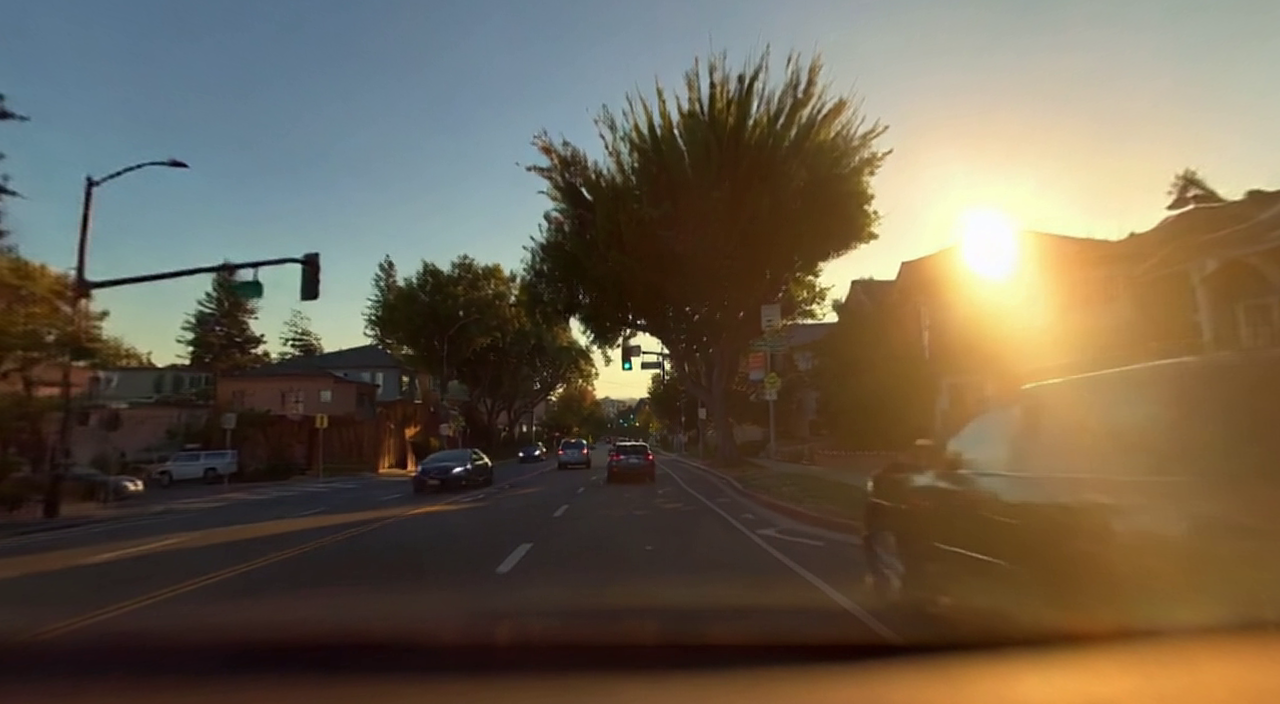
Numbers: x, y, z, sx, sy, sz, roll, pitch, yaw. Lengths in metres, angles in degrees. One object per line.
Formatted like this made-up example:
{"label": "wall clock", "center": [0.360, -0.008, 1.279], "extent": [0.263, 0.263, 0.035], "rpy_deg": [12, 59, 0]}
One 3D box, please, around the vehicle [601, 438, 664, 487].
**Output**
{"label": "vehicle", "center": [-0.301, 3.786, 21.940], "extent": [1.998, 1.518, 4.015], "rpy_deg": [0, -8, -2]}

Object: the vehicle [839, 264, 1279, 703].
{"label": "vehicle", "center": [2.799, 0.836, 2.952], "extent": [2.066, 1.796, 4.719], "rpy_deg": [0, -9, -2]}

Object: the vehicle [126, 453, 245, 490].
{"label": "vehicle", "center": [-23.219, 6.105, 32.262], "extent": [4.537, 1.755, 1.933], "rpy_deg": [0, -9, -1]}

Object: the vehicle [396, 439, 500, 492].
{"label": "vehicle", "center": [-6.422, 3.831, 21.721], "extent": [2.048, 1.601, 5.047], "rpy_deg": [0, -9, -1]}

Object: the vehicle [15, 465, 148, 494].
{"label": "vehicle", "center": [-28.372, 6.482, 32.104], "extent": [4.841, 1.447, 1.930], "rpy_deg": [0, -10, -2]}

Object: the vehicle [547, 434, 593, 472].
{"label": "vehicle", "center": [-3.564, 5.261, 32.795], "extent": [1.983, 1.841, 4.013], "rpy_deg": [0, -9, -1]}
